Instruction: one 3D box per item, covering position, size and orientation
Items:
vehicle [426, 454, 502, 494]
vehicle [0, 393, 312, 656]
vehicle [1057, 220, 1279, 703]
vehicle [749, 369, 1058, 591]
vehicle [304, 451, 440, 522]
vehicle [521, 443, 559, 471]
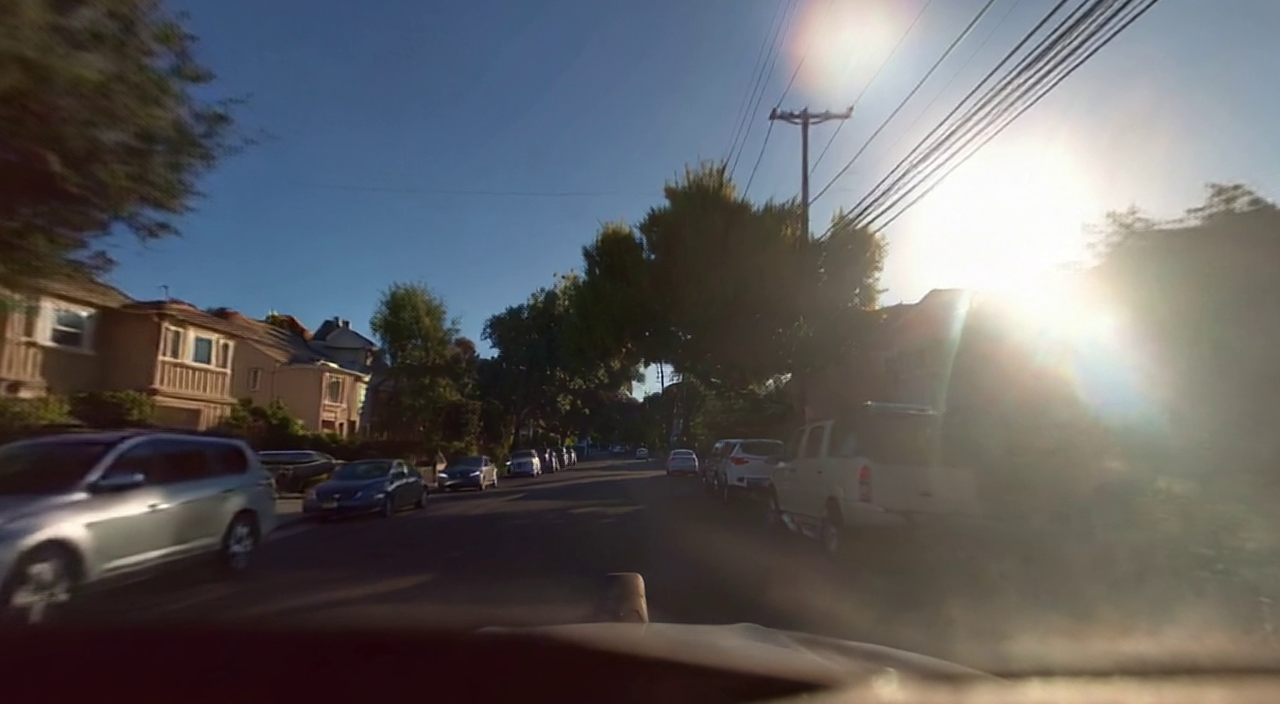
[{"bbox_3d":[-6.857,4.754,25.074,1.958,1.359,4.357,0,-8,-3],"label":"vehicle"},{"bbox_3d":[-5.972,1.655,7.173,2.059,1.969,4.925,0,-8,-3],"label":"vehicle"},{"bbox_3d":[3.237,0.362,0.292,2.237,2.071,5.332,0,-8,-2],"label":"vehicle"},{"bbox_3d":[3.126,1.650,8.907,2.295,2.279,4.578,0,-8,0],"label":"vehicle"},{"bbox_3d":[-6.641,3.338,16.305,1.866,1.474,4.753,0,-8,-6],"label":"vehicle"},{"bbox_3d":[-7.437,7.821,47.364,2.183,1.972,4.817,0,-8,-2],"label":"vehicle"}]
